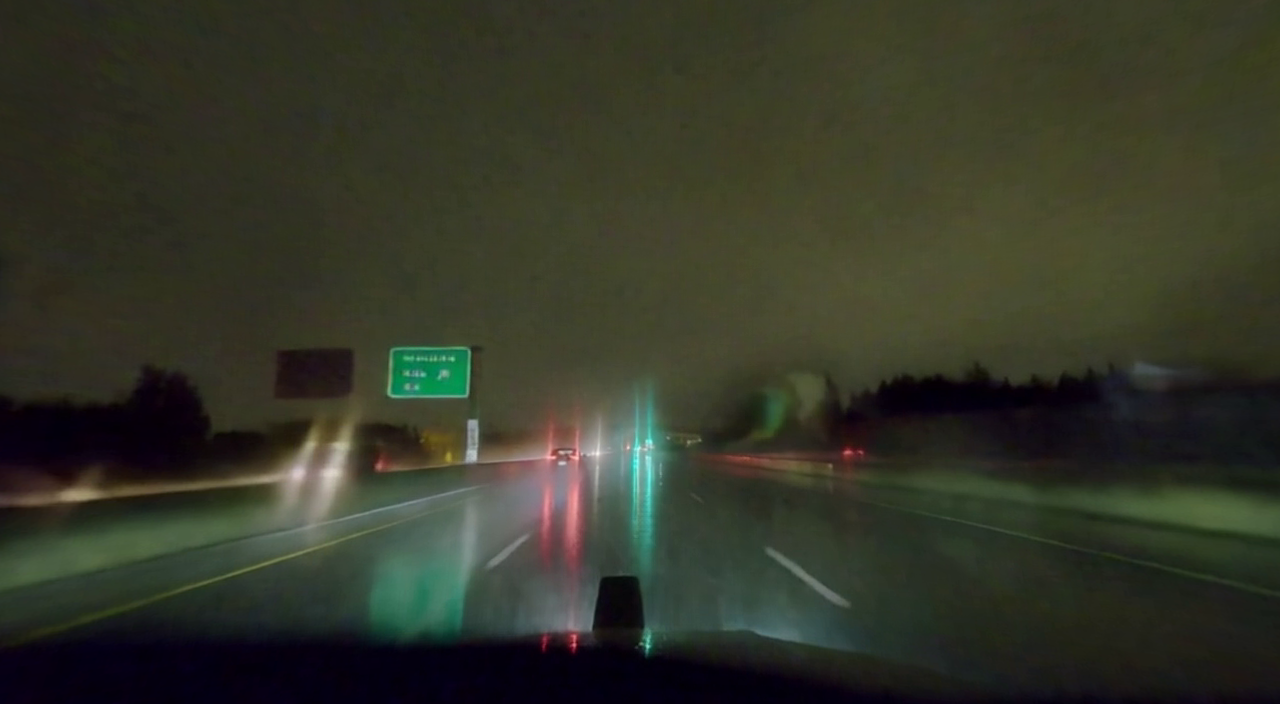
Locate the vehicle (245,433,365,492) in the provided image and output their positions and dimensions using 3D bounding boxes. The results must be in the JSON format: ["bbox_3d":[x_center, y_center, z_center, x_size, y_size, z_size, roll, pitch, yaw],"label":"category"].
[{"bbox_3d":[-16.647,5.531,31.873,2.298,2.603,6.957,0,-9,0],"label":"vehicle"}]

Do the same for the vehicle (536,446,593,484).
[{"bbox_3d":[-3.327,5.072,28.465,2.100,1.525,4.179,0,-9,0],"label":"vehicle"}]
